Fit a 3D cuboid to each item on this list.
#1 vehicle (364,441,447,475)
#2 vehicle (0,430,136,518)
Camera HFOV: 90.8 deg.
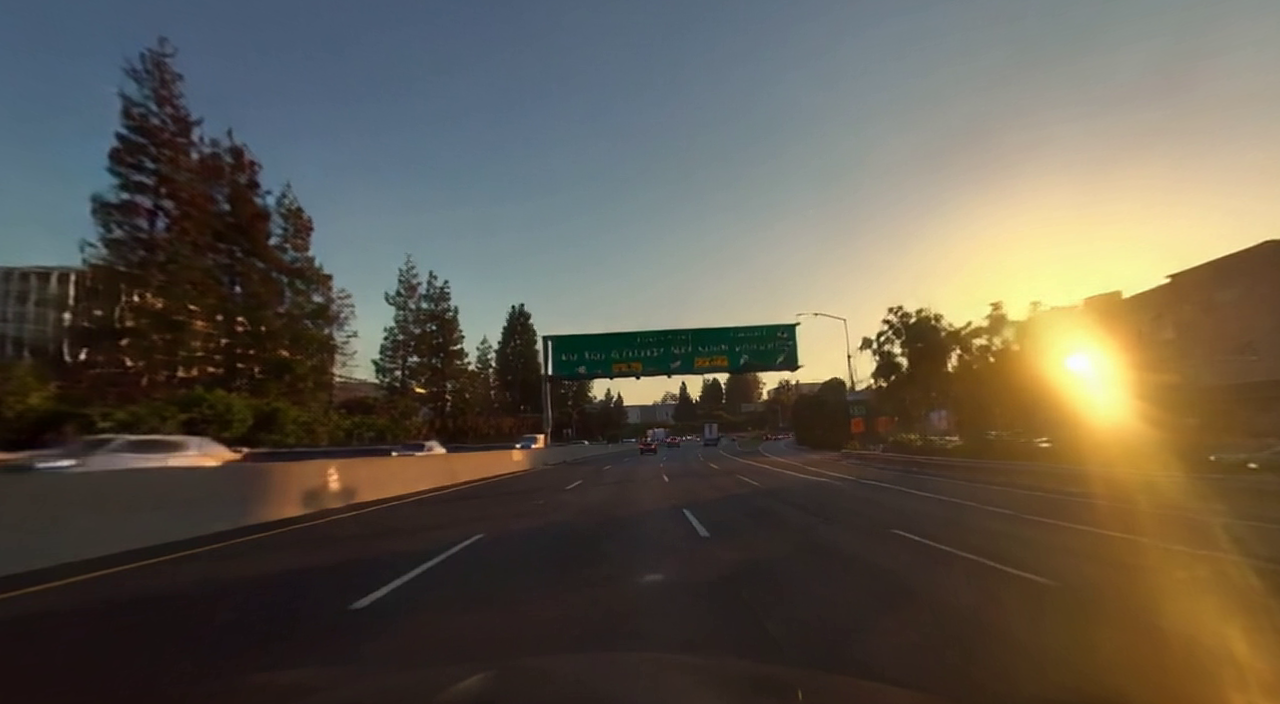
[{"bbox_3d":[-11.358,5.171,31.027,2.328,1.496,4.724,0,-9,-1],"label":"vehicle"},{"bbox_3d":[-12.607,2.387,12.554,1.824,1.596,3.948,0,-9,1],"label":"vehicle"}]
